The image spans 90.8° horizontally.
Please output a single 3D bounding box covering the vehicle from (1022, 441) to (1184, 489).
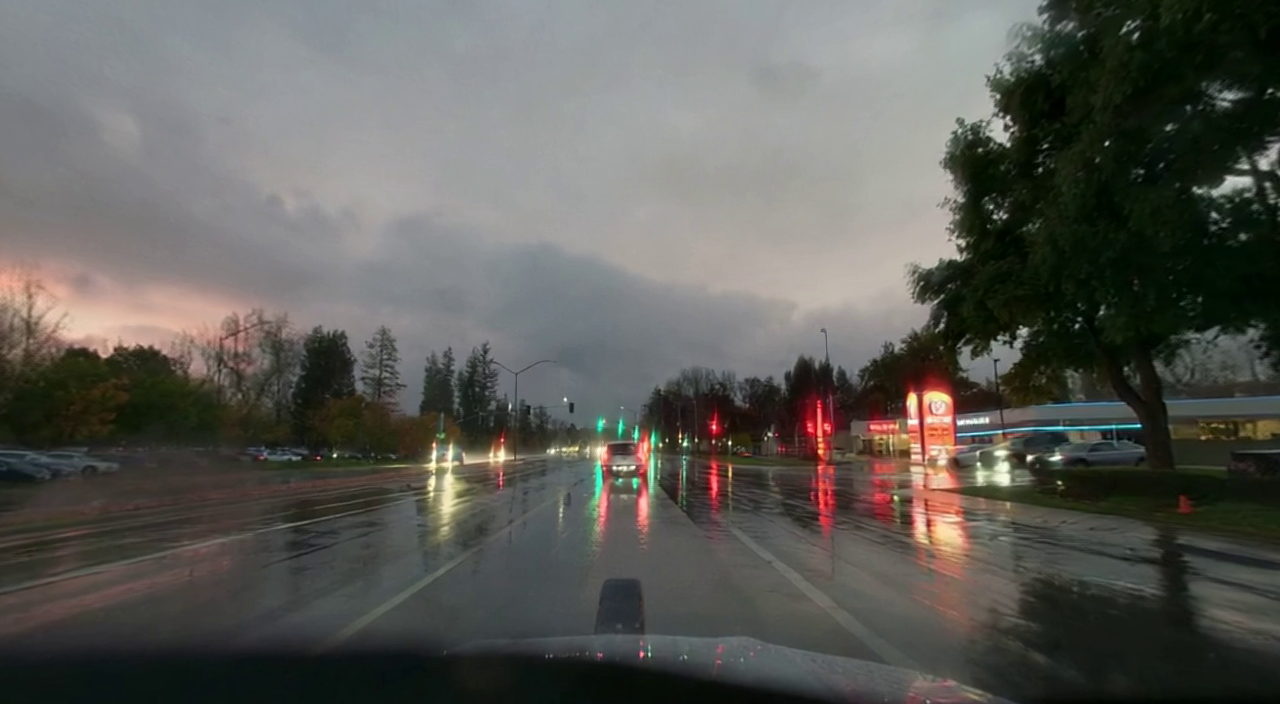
[{"bbox_3d":[16.454,4.026,22.623,4.290,1.617,1.751,0,-9,2],"label":"vehicle"}]

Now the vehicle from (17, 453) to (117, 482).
[{"bbox_3d":[-33.741,6.789,37.238,4.154,1.578,1.771,0,-9,1],"label":"vehicle"}]

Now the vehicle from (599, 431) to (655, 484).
[{"bbox_3d":[-0.531,4.281,25.812,2.096,1.961,4.259,0,-9,-1],"label":"vehicle"}]
